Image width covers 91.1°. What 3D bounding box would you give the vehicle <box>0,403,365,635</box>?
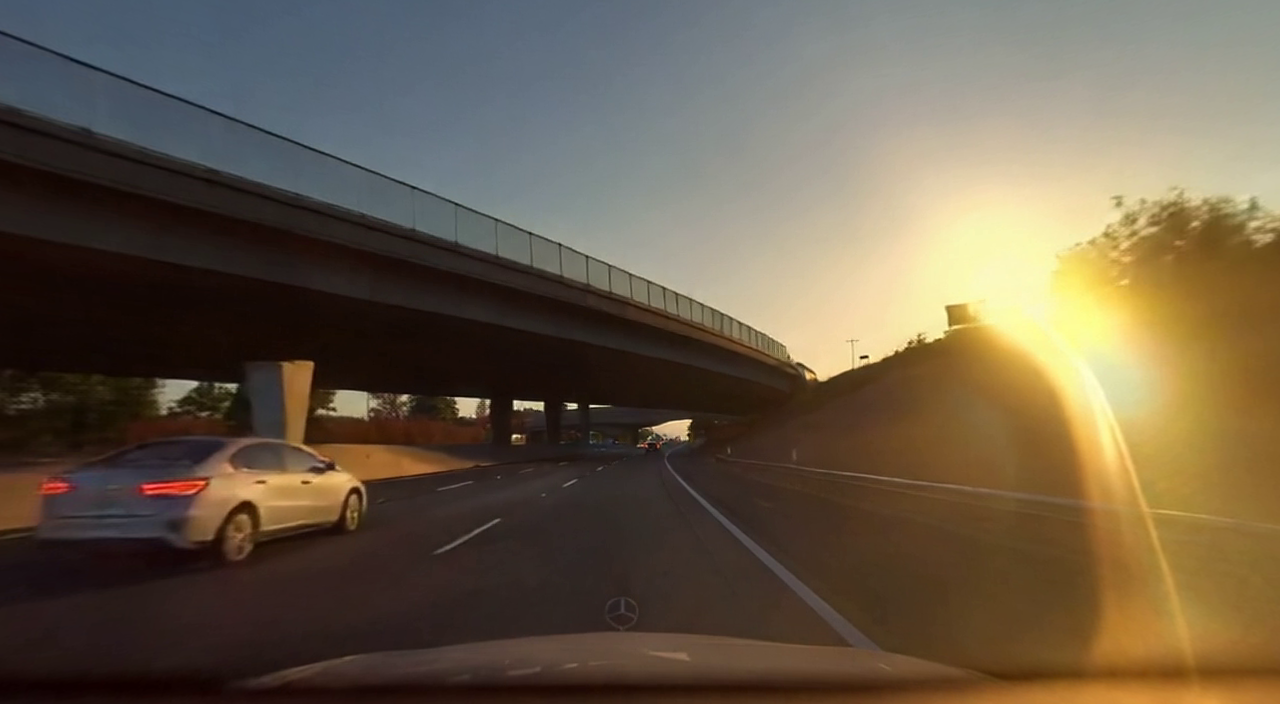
[{"bbox_3d":[-4.873,1.474,6.520,1.961,1.540,4.487,0,-9,1],"label":"vehicle"}]
